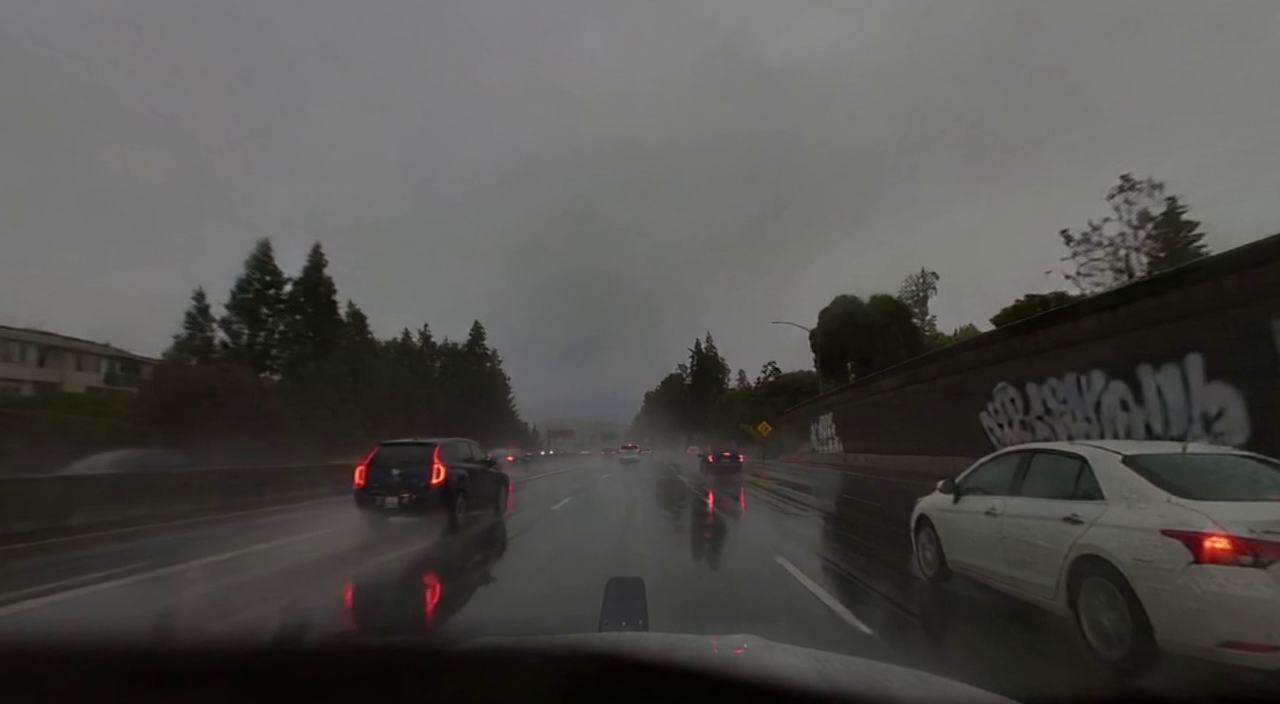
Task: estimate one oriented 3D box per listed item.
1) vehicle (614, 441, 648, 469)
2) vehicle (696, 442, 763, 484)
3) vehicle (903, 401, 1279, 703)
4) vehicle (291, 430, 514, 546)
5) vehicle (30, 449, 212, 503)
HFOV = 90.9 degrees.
[{"bbox_3d":[-0.635,6.932,42.523,2.183,1.764,4.134,0,-8,-1],"label":"vehicle"},{"bbox_3d":[3.268,4.137,23.801,1.854,1.438,3.954,0,-8,-1],"label":"vehicle"},{"bbox_3d":[3.637,1.195,4.190,1.912,1.509,4.291,0,-8,0],"label":"vehicle"},{"bbox_3d":[-3.705,2.190,10.882,2.136,1.571,4.285,0,-8,1],"label":"vehicle"},{"bbox_3d":[-19.682,4.679,24.432,2.117,1.790,5.755,0,-8,1],"label":"vehicle"}]
